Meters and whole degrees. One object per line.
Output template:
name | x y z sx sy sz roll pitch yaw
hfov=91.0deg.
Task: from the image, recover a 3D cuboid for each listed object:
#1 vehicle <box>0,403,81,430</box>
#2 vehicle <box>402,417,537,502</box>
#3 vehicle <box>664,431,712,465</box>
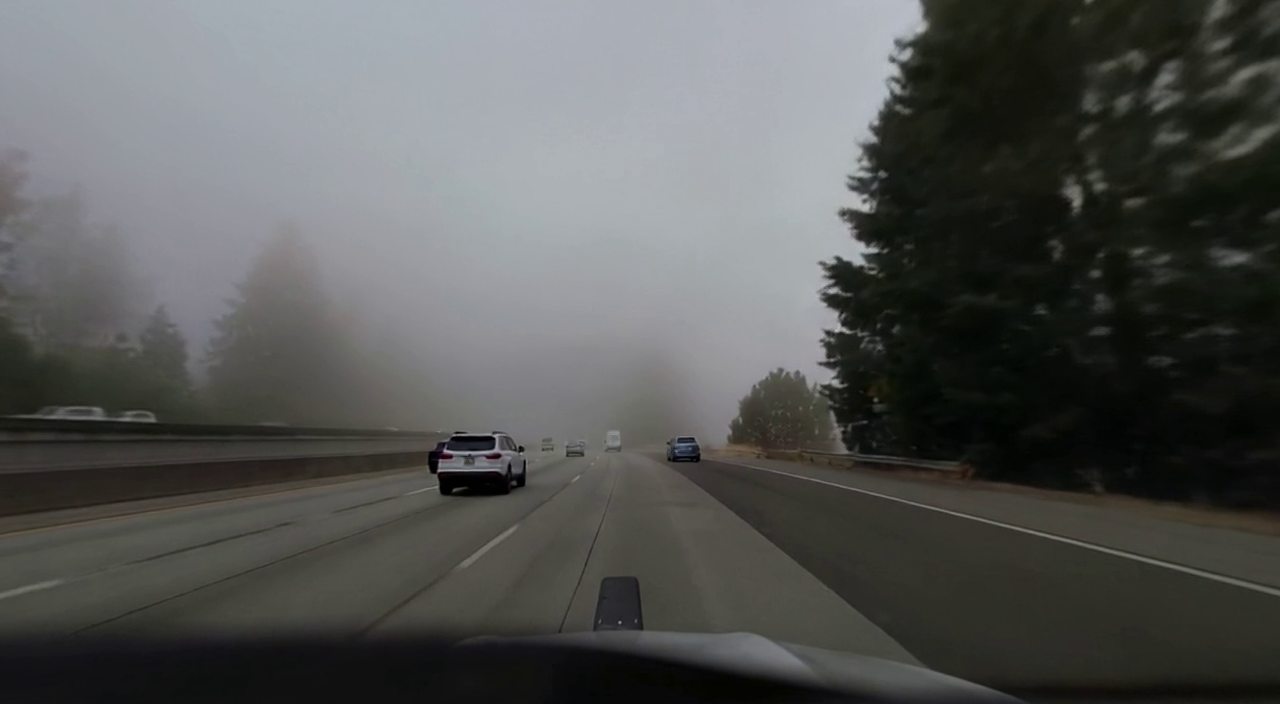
vehicle | -37.052 4.012 38.621 1.721 1.486 4.205 1 -9 -4
vehicle | -3.788 2.488 14.865 2.002 1.680 4.301 0 -9 0
vehicle | 2.562 5.242 34.441 2.053 1.698 4.097 1 -9 -3
